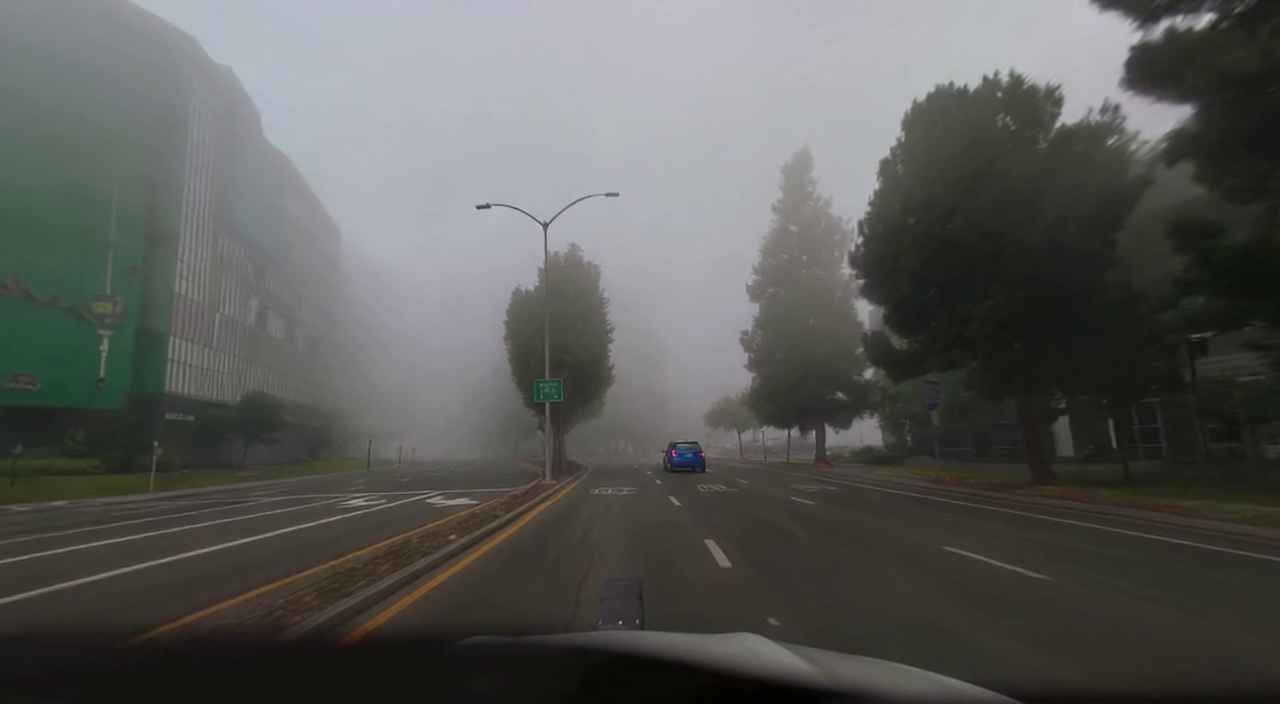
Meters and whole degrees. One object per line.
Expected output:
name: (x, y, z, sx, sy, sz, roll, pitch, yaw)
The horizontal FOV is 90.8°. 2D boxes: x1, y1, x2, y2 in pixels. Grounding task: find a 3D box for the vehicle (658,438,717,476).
vehicle: (2.180, 4.989, 30.167, 2.165, 1.633, 4.381, 0, -8, -4)
